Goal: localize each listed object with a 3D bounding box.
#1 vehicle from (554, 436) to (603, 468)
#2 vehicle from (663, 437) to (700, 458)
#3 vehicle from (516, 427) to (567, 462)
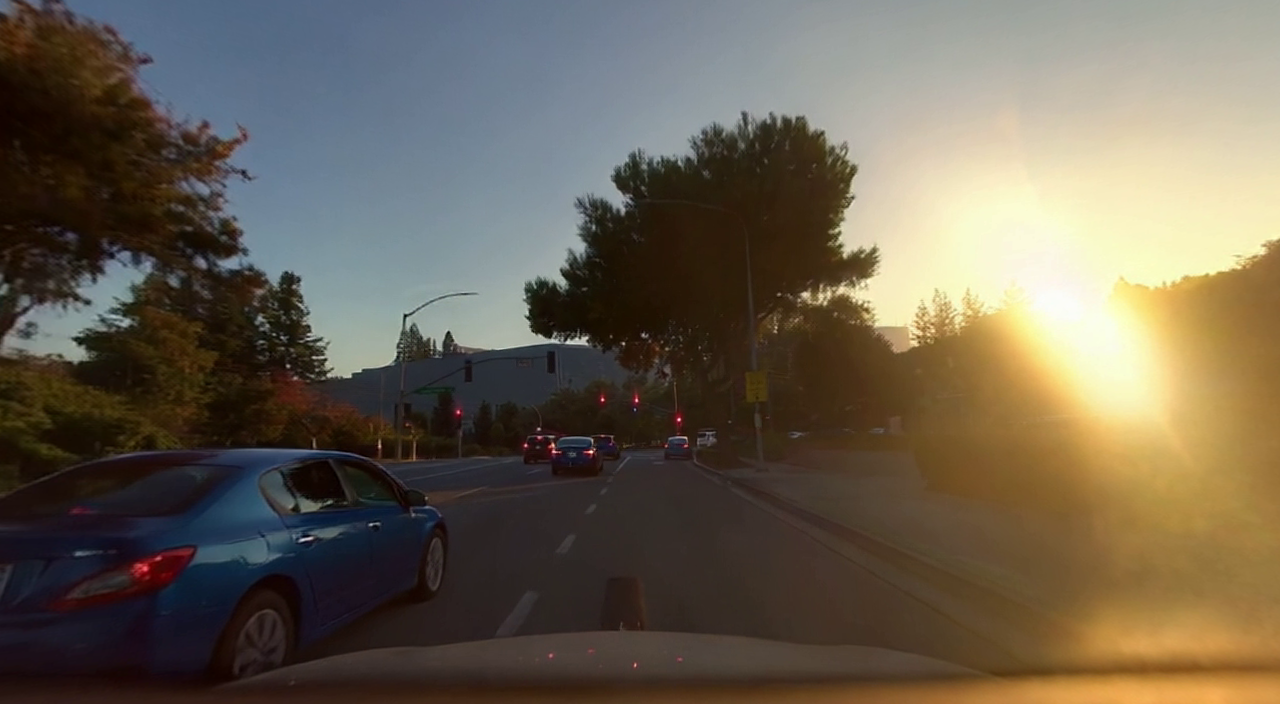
[{"bbox_3d":[-2.996,5.004,31.743,1.979,1.492,3.930,0,-9,1],"label":"vehicle"},{"bbox_3d":[2.999,6.781,44.778,1.945,1.410,4.284,-2,-9,12],"label":"vehicle"},{"bbox_3d":[-6.111,5.866,39.919,2.390,2.020,5.085,0,-9,0],"label":"vehicle"}]
